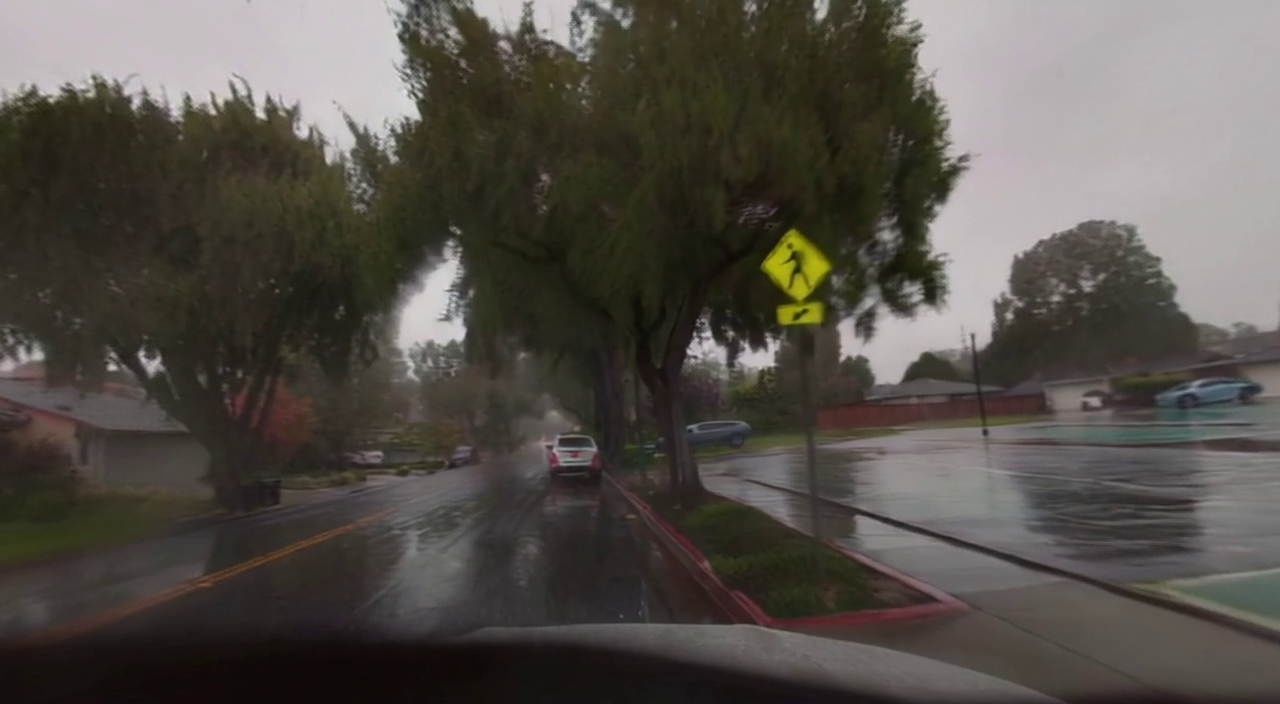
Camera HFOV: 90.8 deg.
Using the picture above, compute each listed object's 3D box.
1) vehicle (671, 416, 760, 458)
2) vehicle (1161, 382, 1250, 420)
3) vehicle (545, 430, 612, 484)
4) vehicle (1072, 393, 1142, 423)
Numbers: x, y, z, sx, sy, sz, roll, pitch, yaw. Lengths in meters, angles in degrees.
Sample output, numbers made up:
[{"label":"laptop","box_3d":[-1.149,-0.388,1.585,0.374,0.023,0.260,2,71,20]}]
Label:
[{"label":"vehicle","box_3d":[3.977,4.402,32.882,4.390,1.696,1.954,-1,-6,-38]},{"label":"vehicle","box_3d":[28.506,2.515,31.804,4.481,1.634,1.973,5,-10,-31]},{"label":"vehicle","box_3d":[-2.276,3.833,23.251,2.204,1.776,4.262,1,-9,-6]},{"label":"vehicle","box_3d":[28.111,3.411,37.988,4.245,1.601,1.912,5,-10,-33]}]
